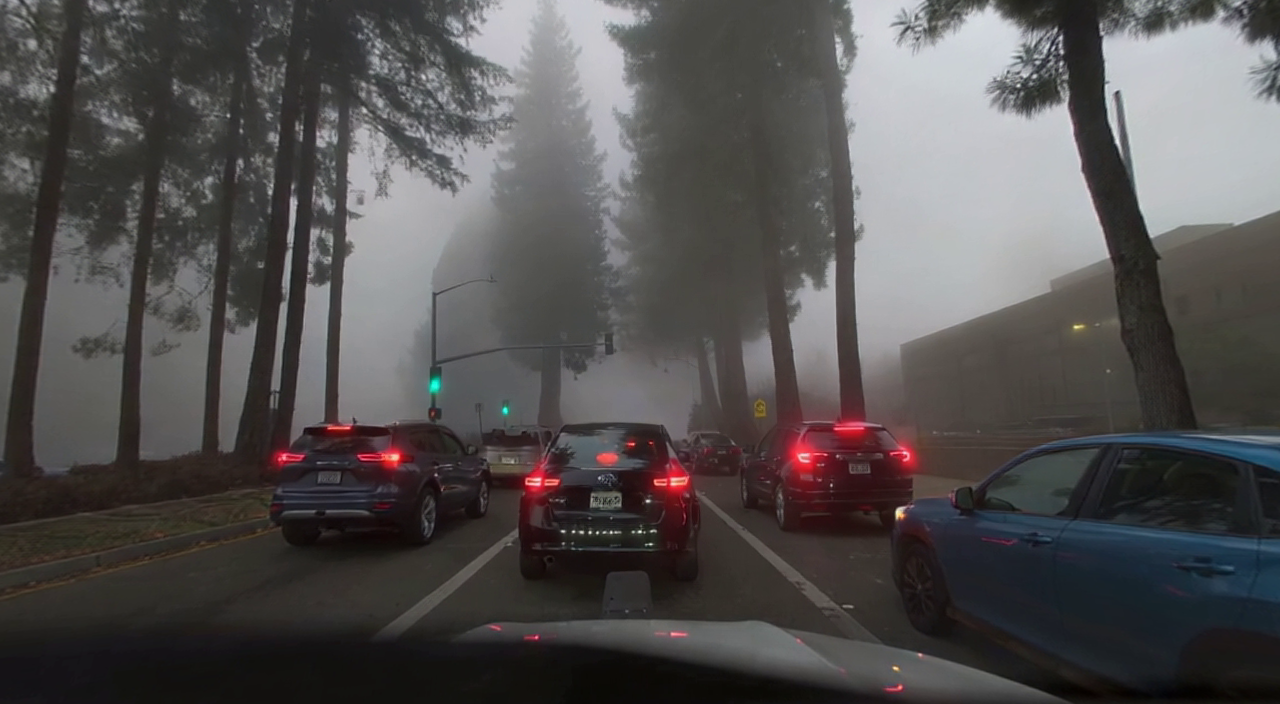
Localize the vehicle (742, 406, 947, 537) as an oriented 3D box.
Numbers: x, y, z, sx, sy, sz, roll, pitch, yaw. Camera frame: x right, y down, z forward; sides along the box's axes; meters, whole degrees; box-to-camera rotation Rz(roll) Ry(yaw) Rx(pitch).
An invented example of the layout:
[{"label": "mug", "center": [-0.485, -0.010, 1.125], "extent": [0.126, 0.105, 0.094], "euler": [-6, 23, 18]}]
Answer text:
[{"label": "vehicle", "center": [3.346, 2.078, 11.542], "extent": [2.117, 1.879, 4.715], "euler": [0, -8, -1]}]

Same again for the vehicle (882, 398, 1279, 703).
[{"label": "vehicle", "center": [3.250, 1.081, 3.430], "extent": [2.045, 1.459, 4.462], "euler": [0, -8, -1]}]

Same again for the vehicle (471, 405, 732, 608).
[{"label": "vehicle", "center": [-0.358, 1.586, 7.422], "extent": [2.114, 1.631, 4.459], "euler": [0, -8, -1]}]

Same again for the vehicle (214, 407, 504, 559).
[{"label": "vehicle", "center": [-3.750, 1.858, 9.698], "extent": [2.141, 1.718, 4.809], "euler": [0, -8, 1]}]
